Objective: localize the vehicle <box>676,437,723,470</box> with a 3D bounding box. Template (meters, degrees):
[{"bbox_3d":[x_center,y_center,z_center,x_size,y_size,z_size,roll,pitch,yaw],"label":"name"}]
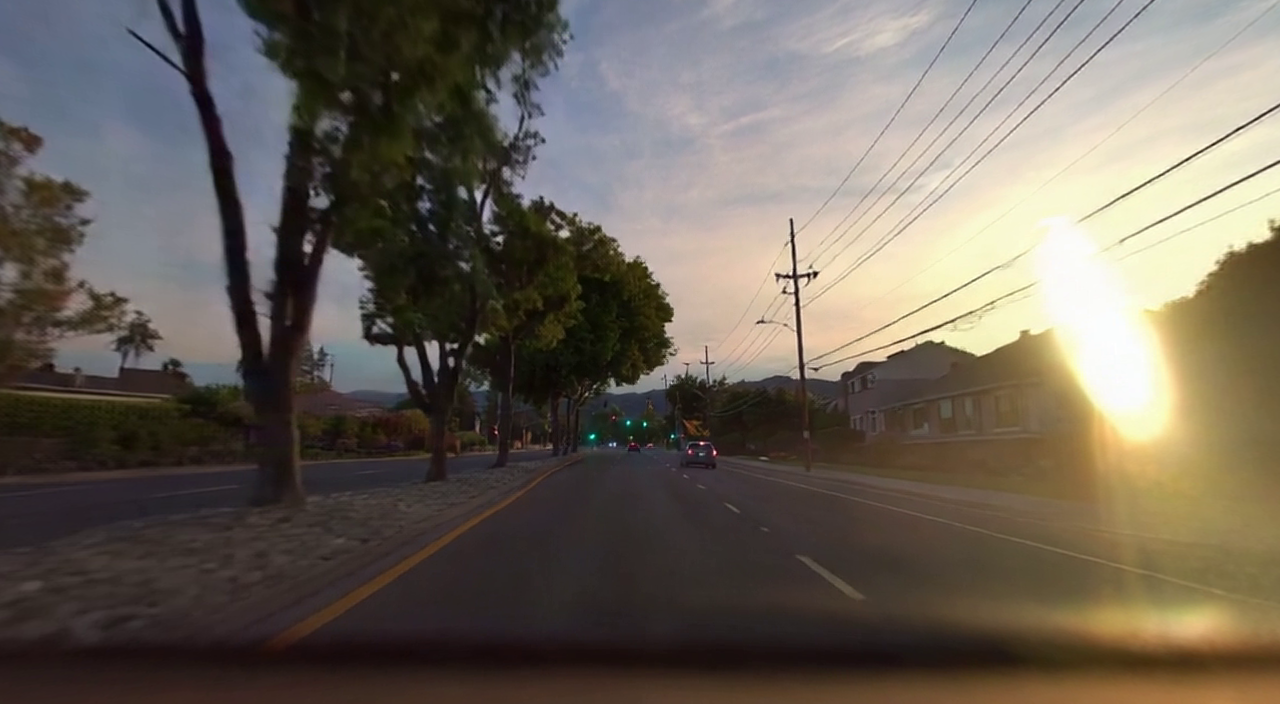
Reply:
[{"bbox_3d":[3.476,5.994,37.515,2.240,1.781,4.433,0,-8,-1],"label":"vehicle"}]
